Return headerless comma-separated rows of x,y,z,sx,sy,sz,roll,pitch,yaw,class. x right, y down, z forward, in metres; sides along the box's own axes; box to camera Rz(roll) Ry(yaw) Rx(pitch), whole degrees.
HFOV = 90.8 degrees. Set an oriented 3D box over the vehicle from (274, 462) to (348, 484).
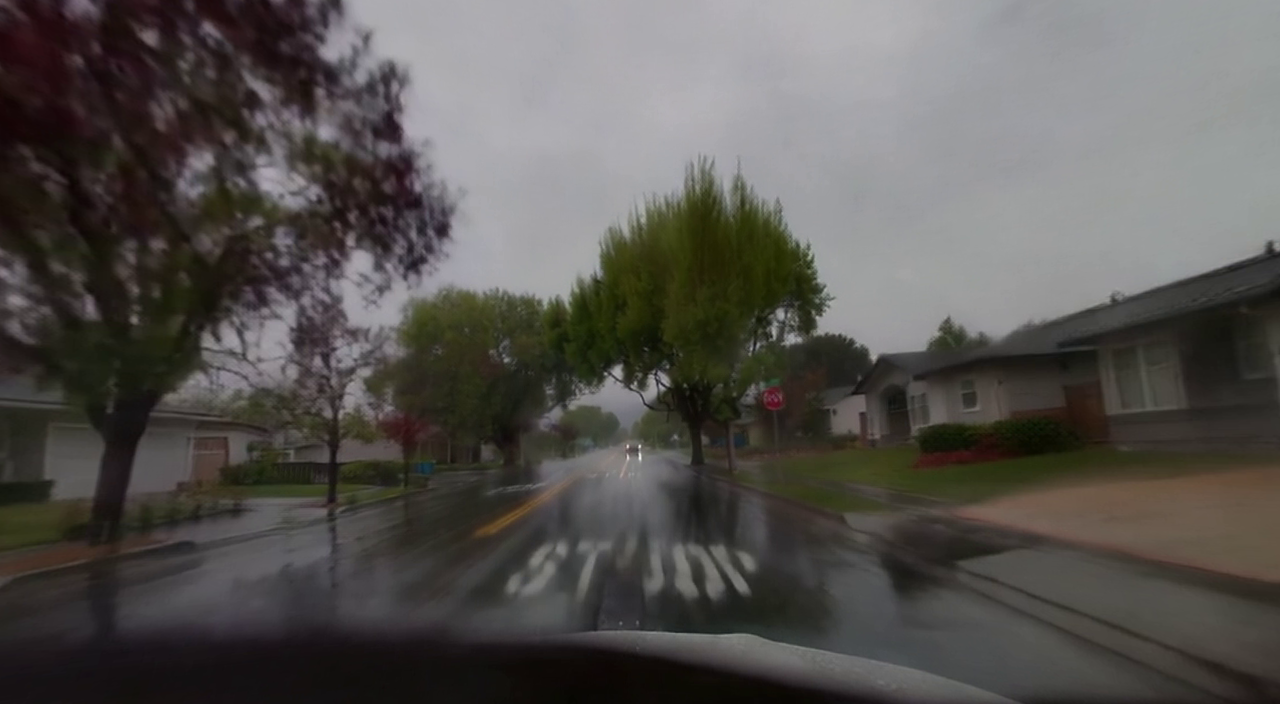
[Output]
-24.344,8.960,46.870,4.380,1.462,1.864,0,-9,-1,vehicle
